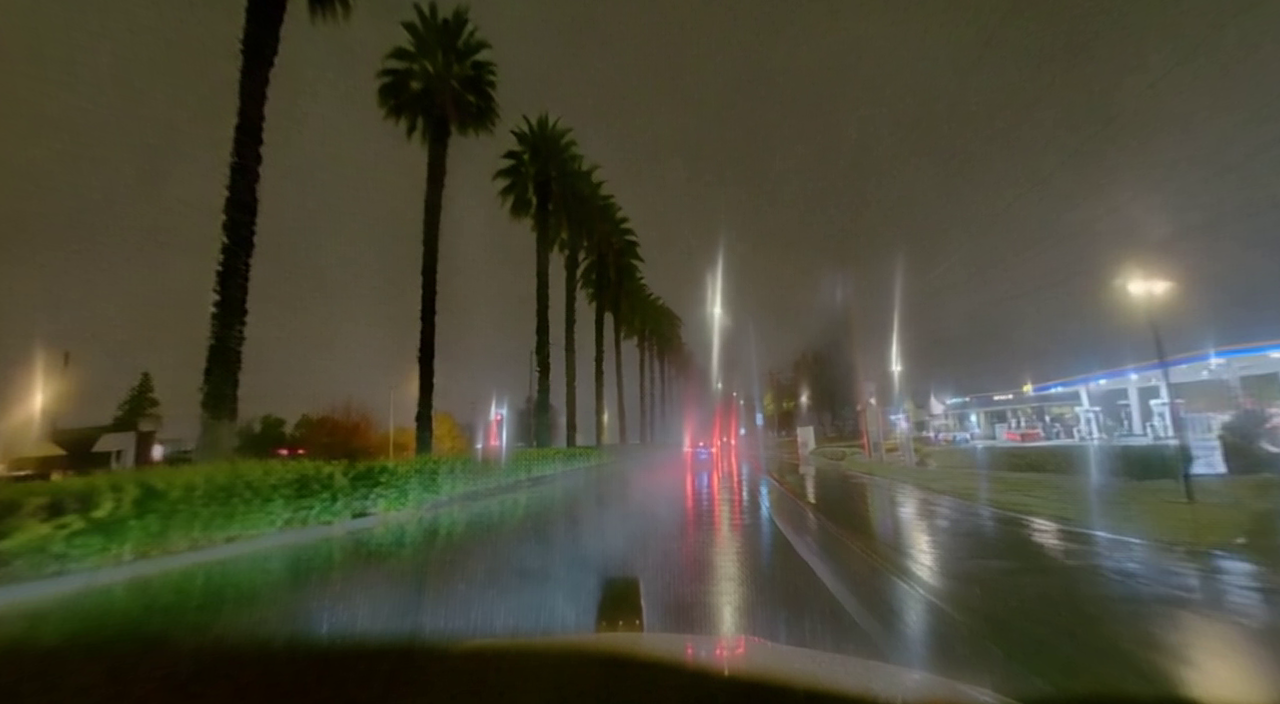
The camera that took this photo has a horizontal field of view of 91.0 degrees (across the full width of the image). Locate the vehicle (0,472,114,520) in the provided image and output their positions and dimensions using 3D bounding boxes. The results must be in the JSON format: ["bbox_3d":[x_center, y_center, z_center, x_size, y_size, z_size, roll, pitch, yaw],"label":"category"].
[{"bbox_3d":[-22.621,5.279,23.386,1.825,1.441,4.656,-1,-8,6],"label":"vehicle"}]

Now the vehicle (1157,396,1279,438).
[{"bbox_3d":[27.619,3.079,29.601,4.513,1.657,2.002,-5,-9,12],"label":"vehicle"}]

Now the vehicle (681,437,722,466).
[{"bbox_3d":[3.415,5.404,34.330,2.050,1.509,4.148,-1,-8,8],"label":"vehicle"}]
